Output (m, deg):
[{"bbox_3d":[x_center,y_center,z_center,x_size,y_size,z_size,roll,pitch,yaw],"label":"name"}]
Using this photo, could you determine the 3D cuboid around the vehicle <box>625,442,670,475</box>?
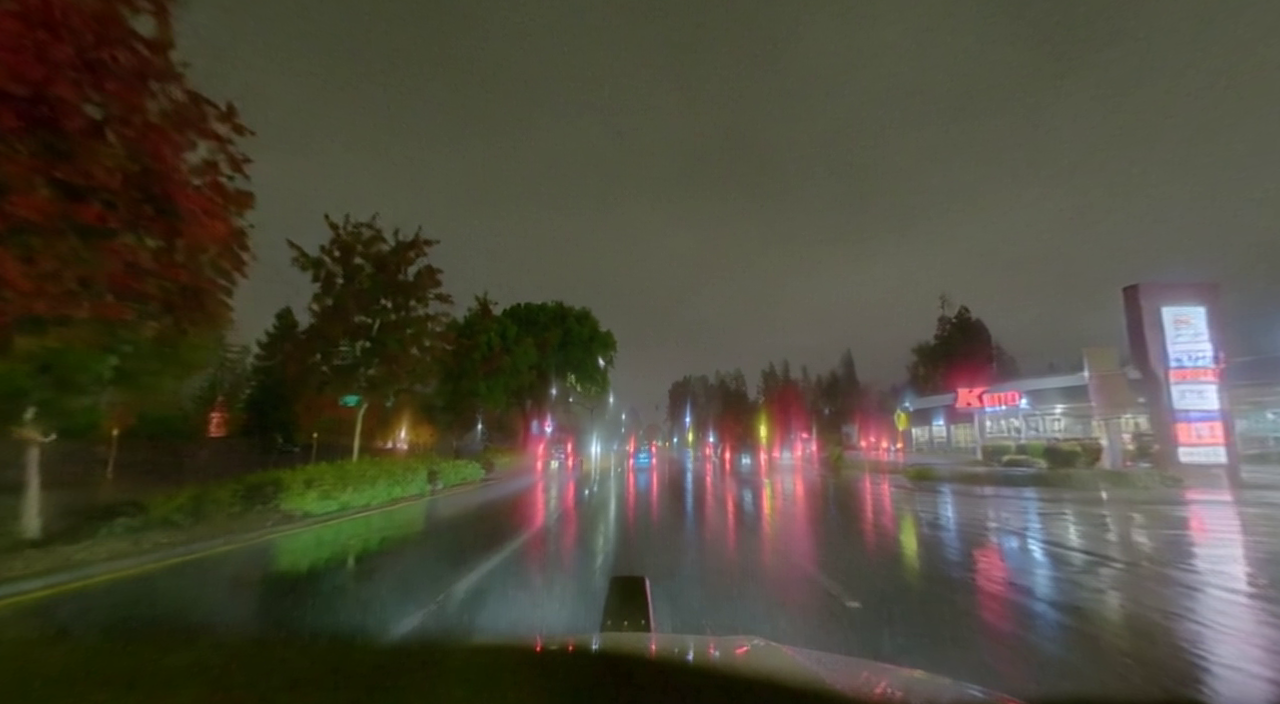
[{"bbox_3d":[0.335,5.182,30.847,2.059,1.477,4.216,0,-8,0],"label":"vehicle"}]

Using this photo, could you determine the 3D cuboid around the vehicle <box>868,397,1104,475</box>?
[{"bbox_3d":[14.838,3.734,27.685,8.343,3.028,3.002,-2,-9,3],"label":"vehicle"}]

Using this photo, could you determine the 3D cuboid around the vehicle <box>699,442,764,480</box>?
[{"bbox_3d":[3.769,4.557,26.685,2.012,1.462,4.400,0,-8,-1],"label":"vehicle"}]

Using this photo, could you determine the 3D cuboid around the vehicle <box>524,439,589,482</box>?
[{"bbox_3d":[-3.329,4.407,25.923,1.995,1.607,4.086,0,-8,1],"label":"vehicle"}]

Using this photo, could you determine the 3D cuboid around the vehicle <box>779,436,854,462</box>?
[{"bbox_3d":[13.726,7.543,49.180,5.144,1.834,2.188,-2,-8,2],"label":"vehicle"}]
